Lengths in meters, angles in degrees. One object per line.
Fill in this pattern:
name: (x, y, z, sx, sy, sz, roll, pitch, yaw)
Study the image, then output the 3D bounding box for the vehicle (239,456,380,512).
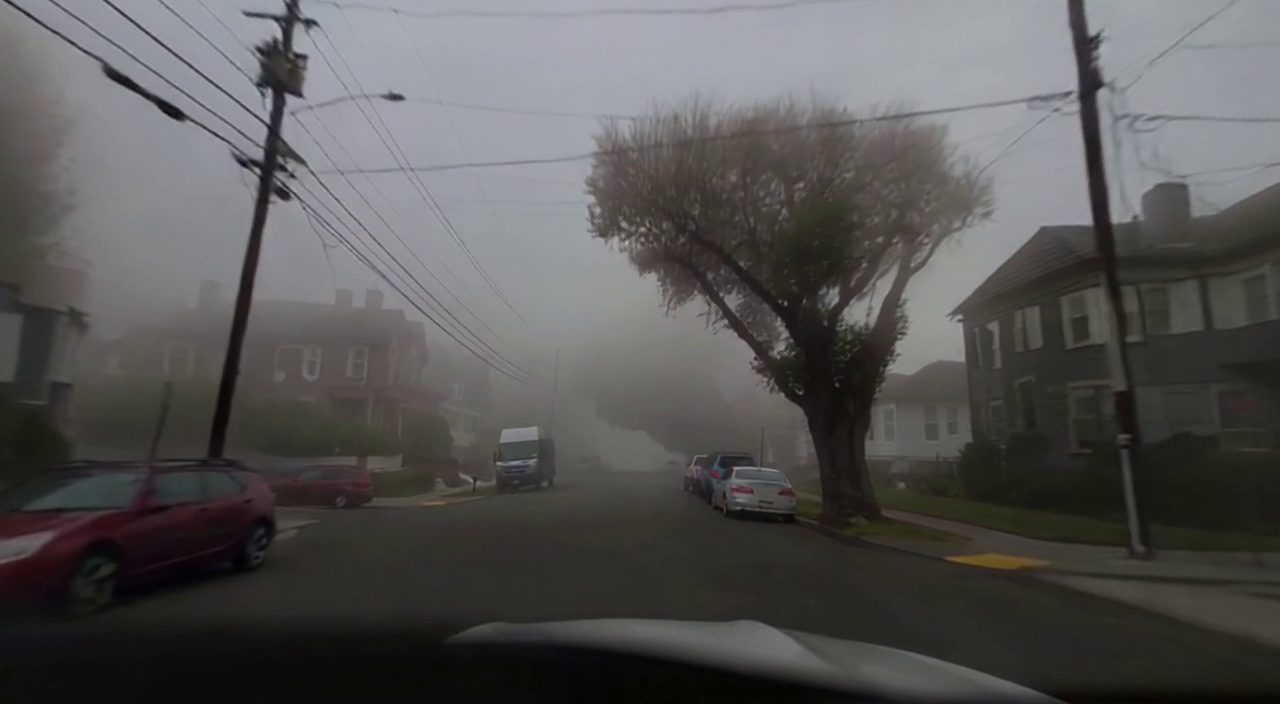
vehicle: (-13.133, 5.342, 25.341, 4.341, 1.728, 2.161, 0, -22, -5)

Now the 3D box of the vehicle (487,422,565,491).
vehicle: (-6.518, 6.150, 37.295, 3.115, 3.562, 7.695, -1, -9, 1)

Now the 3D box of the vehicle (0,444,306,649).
vehicle: (-6.389, 1.975, 7.574, 2.057, 1.632, 4.730, 0, -7, 1)

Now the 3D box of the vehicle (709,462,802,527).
vehicle: (3.373, 4.244, 19.323, 2.010, 1.661, 4.615, 1, -9, 0)
